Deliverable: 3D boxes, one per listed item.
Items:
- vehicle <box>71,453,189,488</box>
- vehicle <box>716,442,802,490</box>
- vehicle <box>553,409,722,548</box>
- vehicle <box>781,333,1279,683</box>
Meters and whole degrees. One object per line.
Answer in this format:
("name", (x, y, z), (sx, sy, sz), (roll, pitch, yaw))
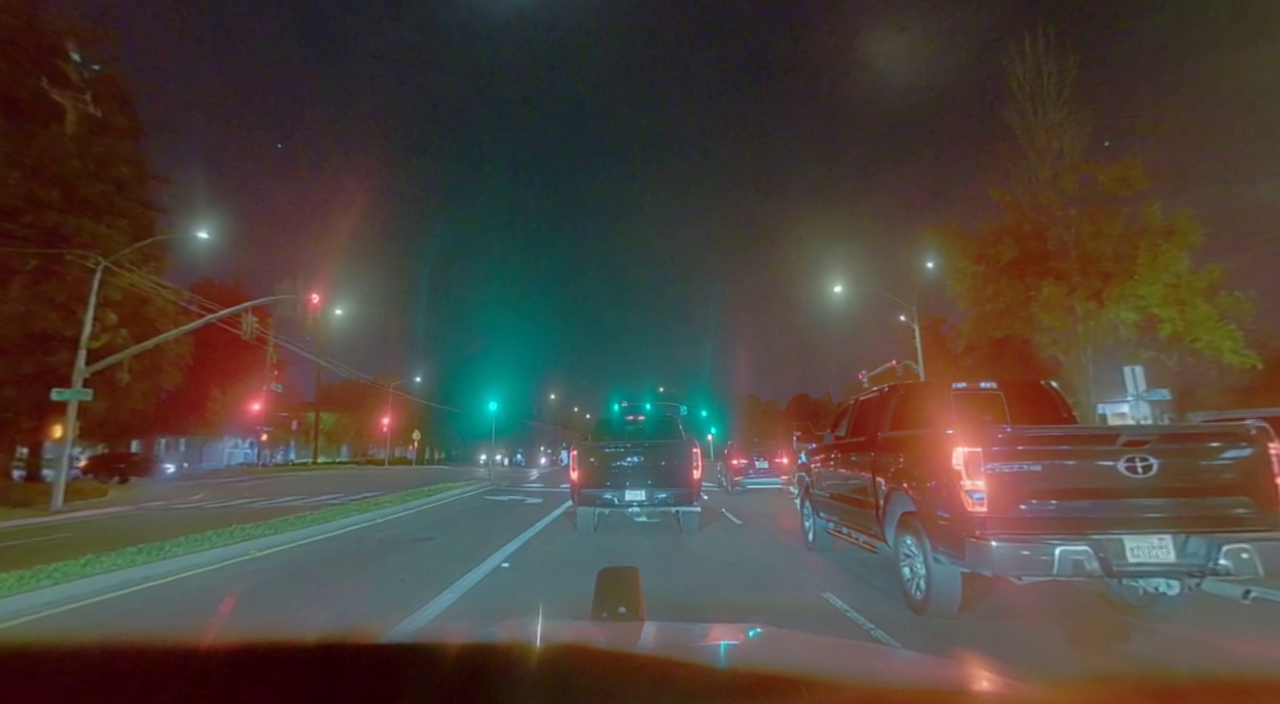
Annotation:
("vehicle", (-26.568, 6.152, 33.131), (4.437, 1.669, 1.936), (5, -10, -30))
("vehicle", (3.926, 3.836, 21.661), (1.995, 1.456, 4.372), (0, -8, -1))
("vehicle", (-0.097, 2.045, 10.947), (2.240, 1.821, 5.001), (0, -8, -2))
("vehicle", (3.314, 1.271, 6.436), (2.412, 1.953, 5.682), (0, -8, 0))
